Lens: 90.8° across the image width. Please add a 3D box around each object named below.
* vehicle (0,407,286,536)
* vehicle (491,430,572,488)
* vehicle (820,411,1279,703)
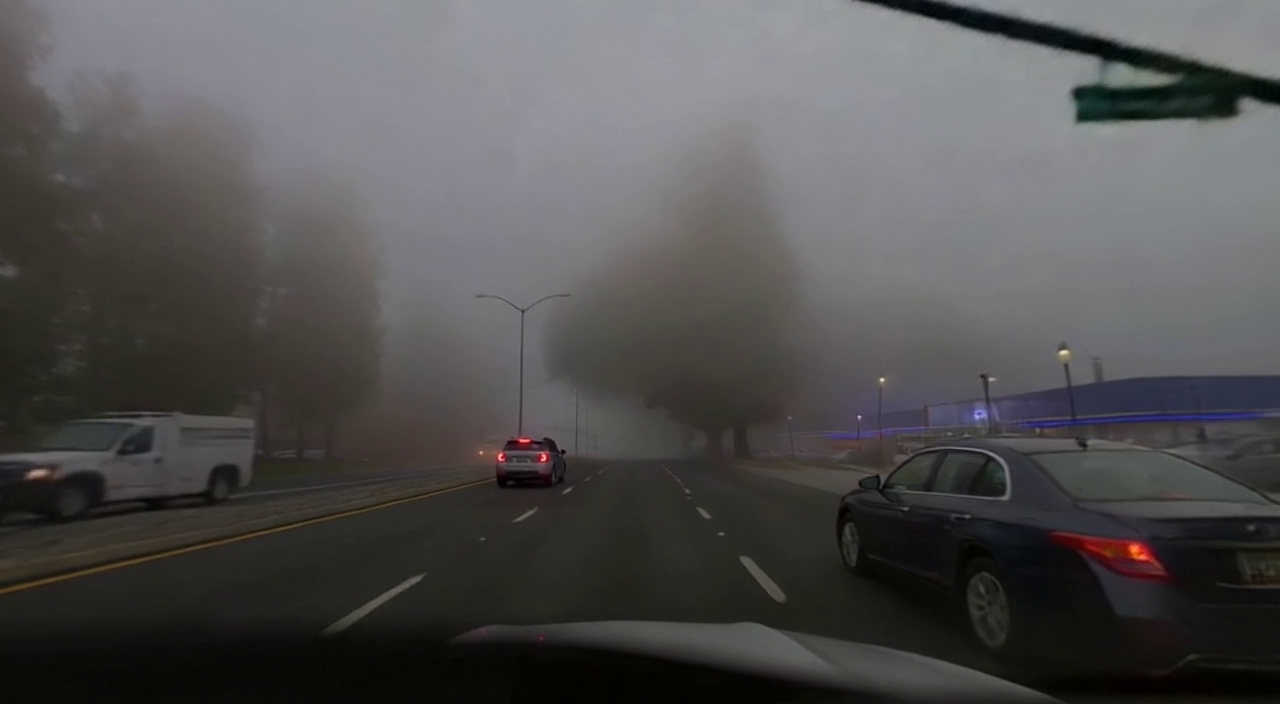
[{"bbox_3d":[-9.570,2.234,12.366,2.301,1.926,5.183,-2,-9,0],"label":"vehicle"},{"bbox_3d":[-3.683,3.745,22.366,1.997,1.806,4.500,0,-8,1],"label":"vehicle"},{"bbox_3d":[3.200,1.364,5.160,1.975,1.502,4.787,0,-8,-1],"label":"vehicle"}]
